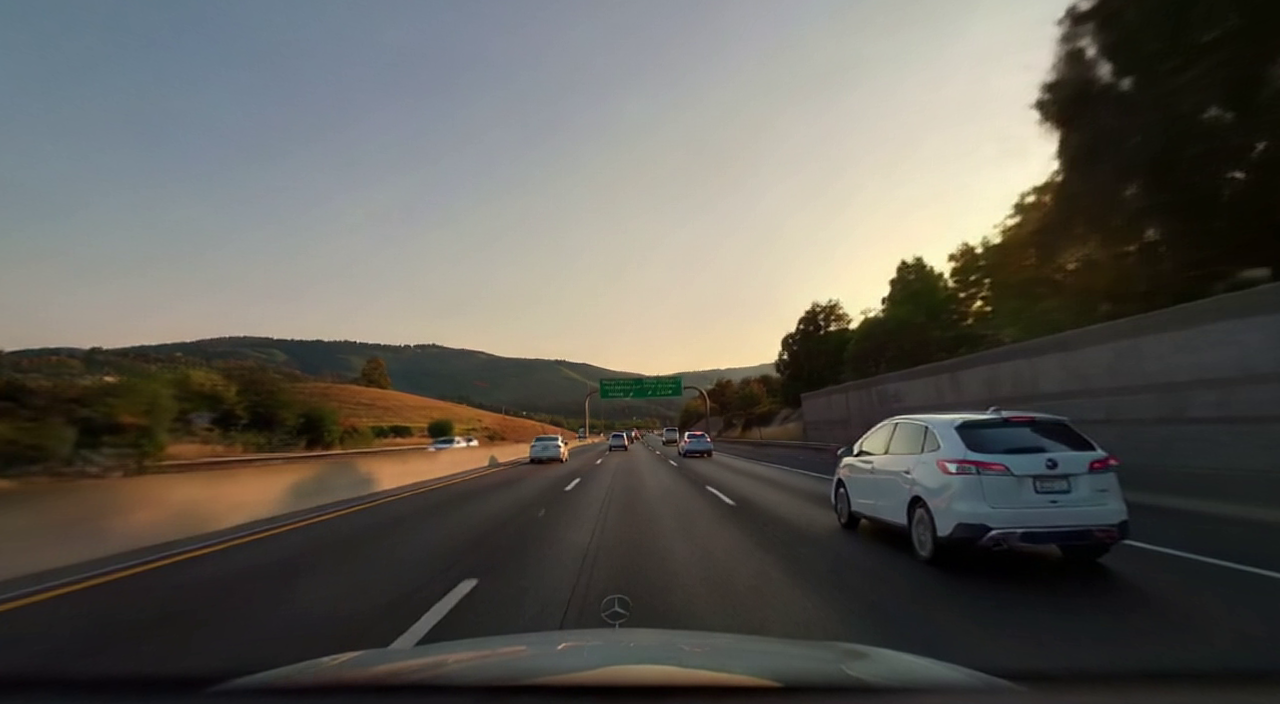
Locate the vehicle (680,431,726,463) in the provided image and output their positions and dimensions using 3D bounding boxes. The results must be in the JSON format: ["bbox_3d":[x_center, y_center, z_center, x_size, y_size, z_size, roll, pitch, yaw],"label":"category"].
[{"bbox_3d":[3.052,4.669,31.174,1.806,1.469,3.681,0,-8,-2],"label":"vehicle"}]

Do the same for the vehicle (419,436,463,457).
[{"bbox_3d":[-14.860,7.059,47.278,2.025,1.457,4.147,0,-8,-2],"label":"vehicle"}]

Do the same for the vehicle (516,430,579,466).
[{"bbox_3d":[-4.024,4.250,28.144,2.204,1.486,4.121,0,-8,0],"label":"vehicle"}]
